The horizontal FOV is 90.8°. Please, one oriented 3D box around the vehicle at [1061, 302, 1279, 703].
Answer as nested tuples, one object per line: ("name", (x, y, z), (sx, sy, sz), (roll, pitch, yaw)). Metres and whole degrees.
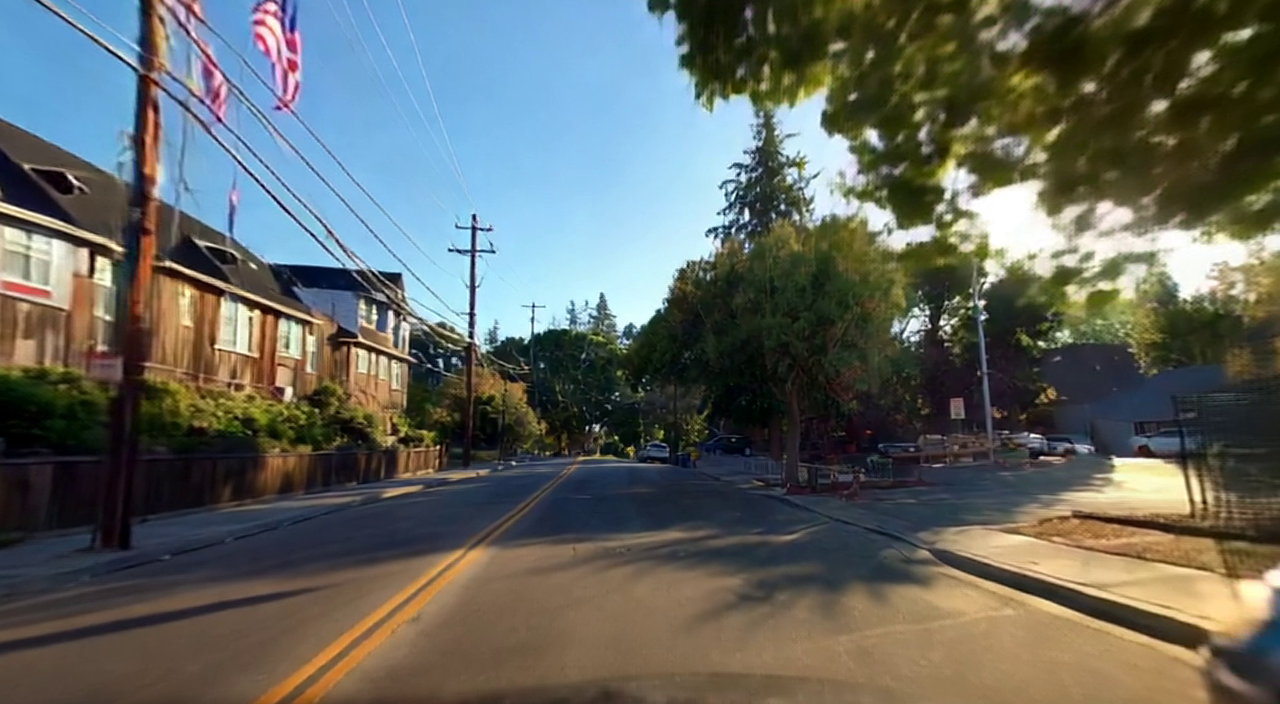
("vehicle", (3.228, 0.535, 0.578), (2.203, 1.787, 4.704), (0, -8, -4))
